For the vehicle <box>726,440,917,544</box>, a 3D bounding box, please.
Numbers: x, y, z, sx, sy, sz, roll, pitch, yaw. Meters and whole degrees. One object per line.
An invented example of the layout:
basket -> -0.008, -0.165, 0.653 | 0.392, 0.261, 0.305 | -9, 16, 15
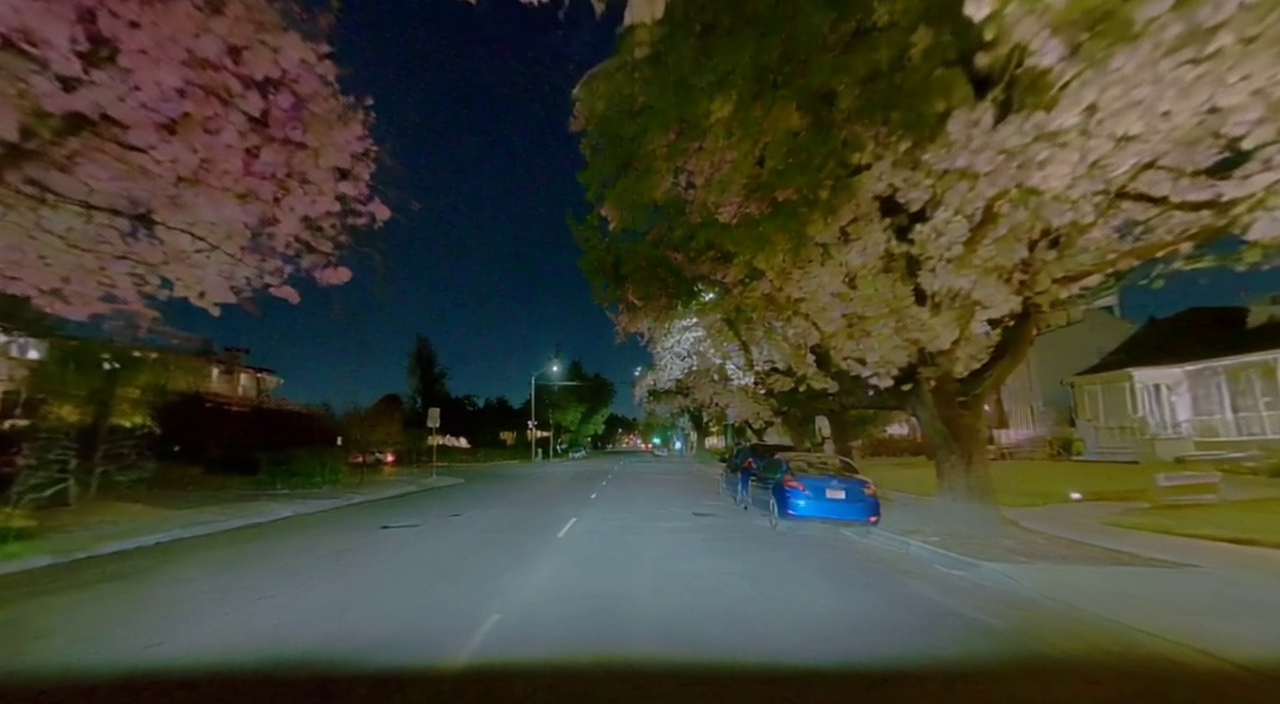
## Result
vehicle -> 2.878, 2.312, 11.214 | 2.022, 1.455, 4.406 | 0, -8, -1
